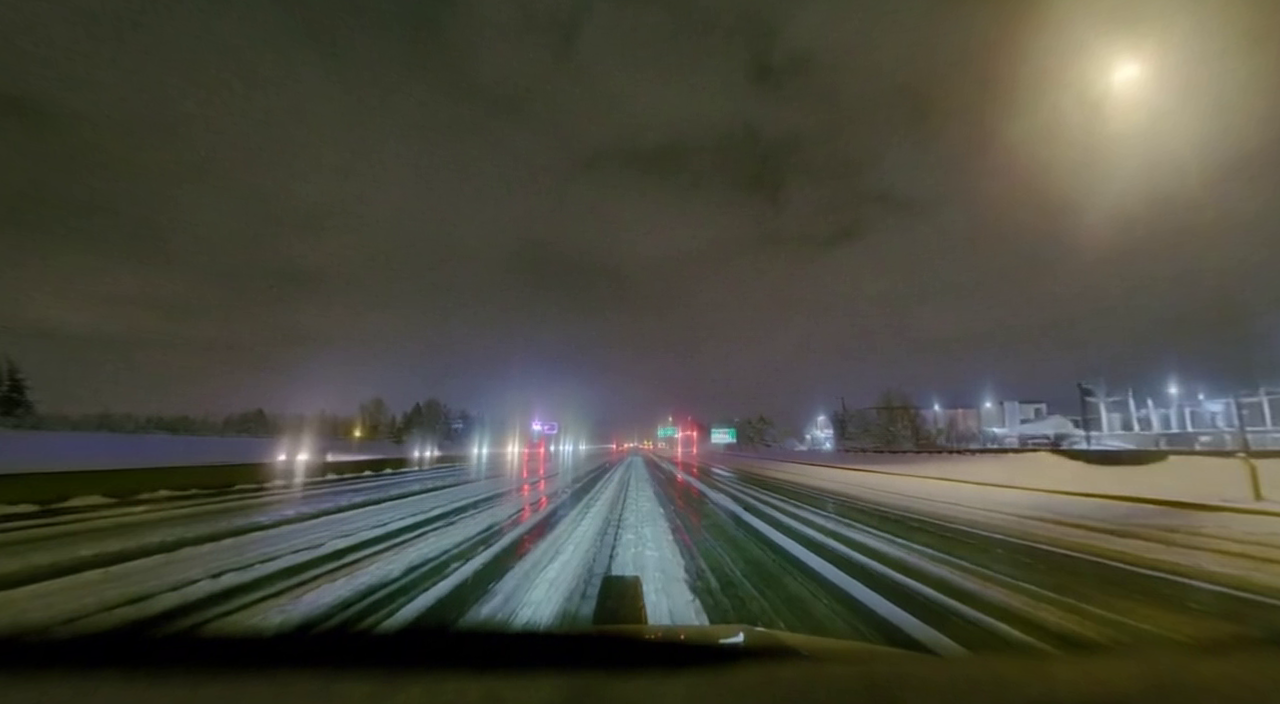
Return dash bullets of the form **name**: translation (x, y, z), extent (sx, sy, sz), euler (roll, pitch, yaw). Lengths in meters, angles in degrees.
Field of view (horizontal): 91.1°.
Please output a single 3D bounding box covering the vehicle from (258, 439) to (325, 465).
- **vehicle**: translation (-25.323, 7.301, 45.815), extent (2.080, 1.769, 4.677), euler (0, -9, 1)
